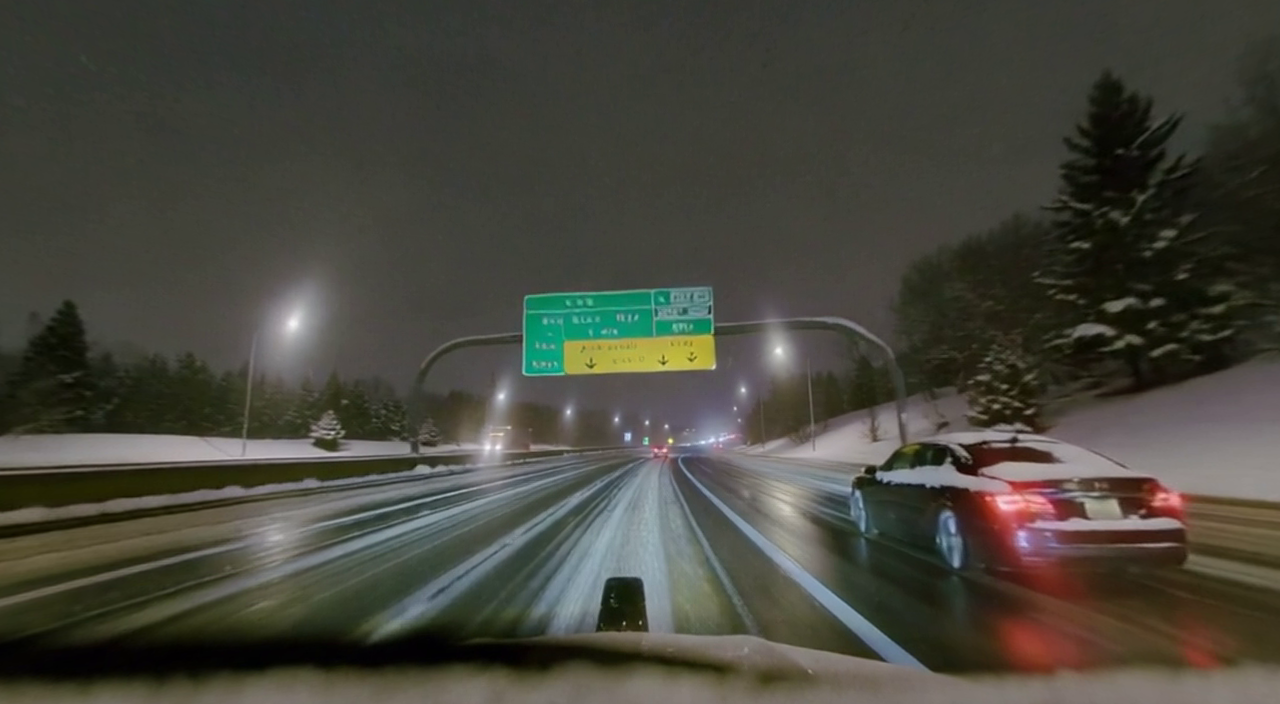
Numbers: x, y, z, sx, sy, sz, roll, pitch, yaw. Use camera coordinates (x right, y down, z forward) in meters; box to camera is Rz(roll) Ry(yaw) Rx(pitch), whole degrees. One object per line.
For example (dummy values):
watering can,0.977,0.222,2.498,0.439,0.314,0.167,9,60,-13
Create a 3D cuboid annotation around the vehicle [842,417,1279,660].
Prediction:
vehicle,3.793,1.511,6.329,1.999,1.492,4.673,0,-8,0
